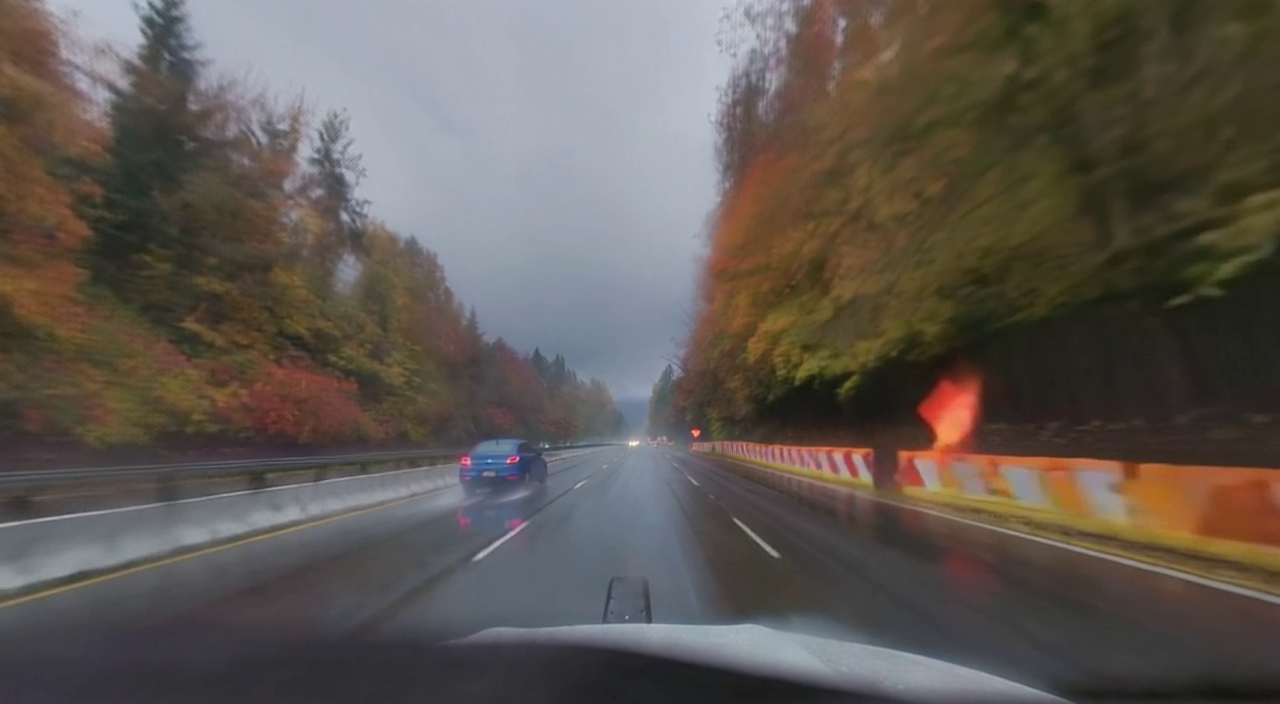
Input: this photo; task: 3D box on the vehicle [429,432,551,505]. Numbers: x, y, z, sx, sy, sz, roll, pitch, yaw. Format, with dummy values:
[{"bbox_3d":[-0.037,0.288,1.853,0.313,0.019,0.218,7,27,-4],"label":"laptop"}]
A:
[{"bbox_3d":[-3.447,2.740,15.288,1.902,1.505,4.016,0,-8,1],"label":"vehicle"}]
